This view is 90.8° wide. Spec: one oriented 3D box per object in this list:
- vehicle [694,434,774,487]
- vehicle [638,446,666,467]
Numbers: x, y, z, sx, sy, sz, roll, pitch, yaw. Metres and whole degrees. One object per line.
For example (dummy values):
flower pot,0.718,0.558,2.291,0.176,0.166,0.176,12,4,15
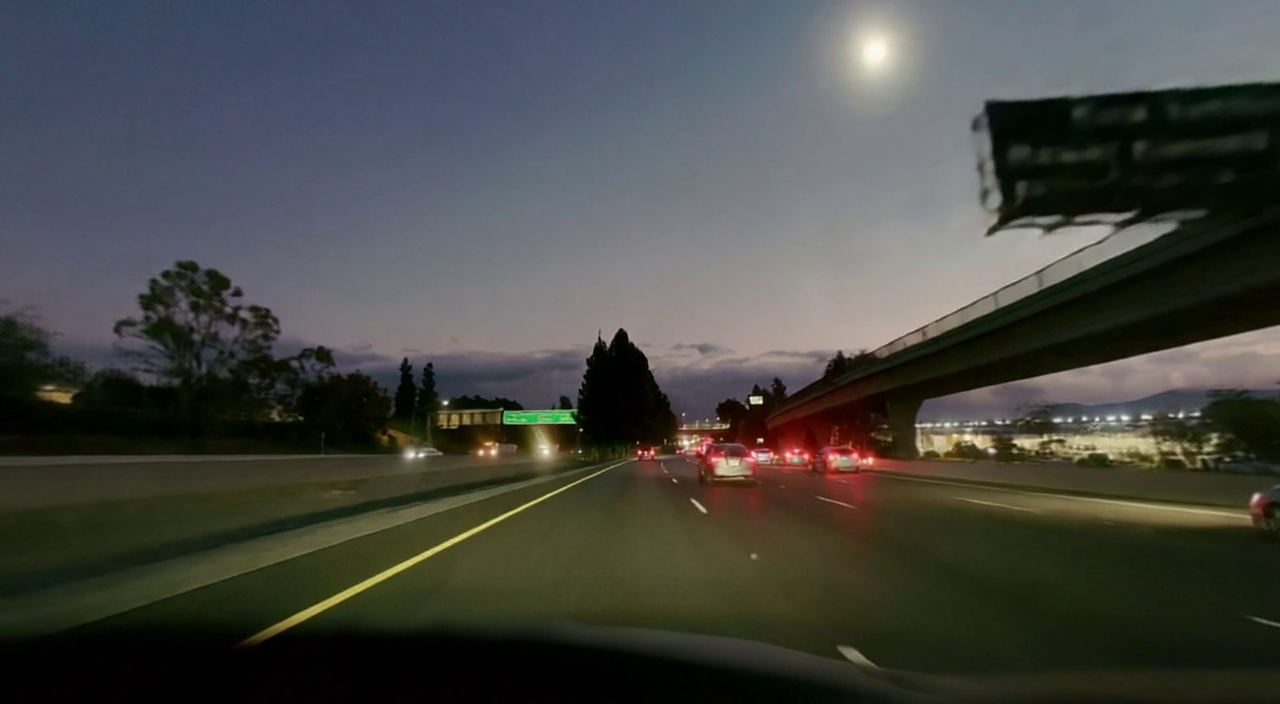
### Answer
vehicle,3.376,4.047,23.786,2.226,1.779,4.835,0,-9,-1
vehicle,0.922,8.059,48.833,2.046,1.475,3.784,0,-9,1
